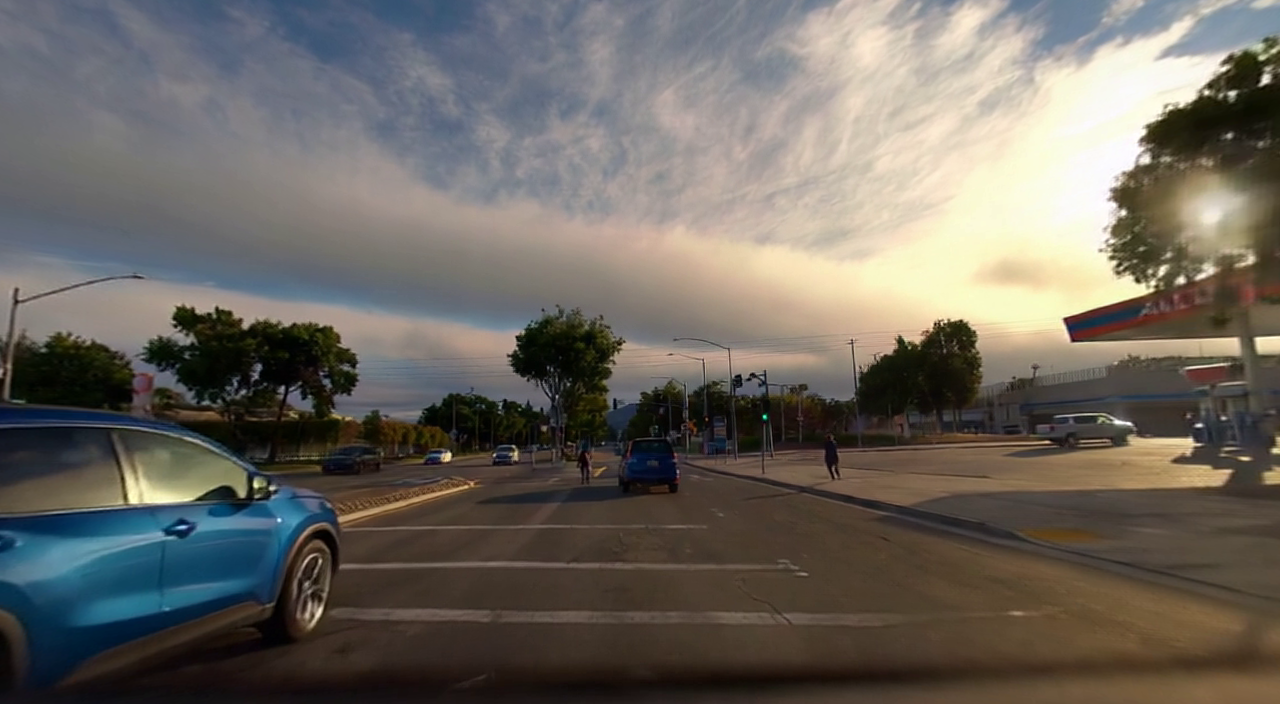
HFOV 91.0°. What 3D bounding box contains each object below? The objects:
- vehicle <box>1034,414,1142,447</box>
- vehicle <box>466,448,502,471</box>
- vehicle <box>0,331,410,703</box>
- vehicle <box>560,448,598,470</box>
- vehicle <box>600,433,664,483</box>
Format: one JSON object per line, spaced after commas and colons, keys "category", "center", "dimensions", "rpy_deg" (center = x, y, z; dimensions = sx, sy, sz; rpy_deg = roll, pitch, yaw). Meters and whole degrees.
{"category": "vehicle", "center": [27.738, 4.894, 39.093], "dimensions": [5.102, 1.893, 2.120], "rpy_deg": [0, -9, -2]}
{"category": "vehicle", "center": [-12.182, 8.439, 49.405], "dimensions": [1.943, 1.643, 4.167], "rpy_deg": [-1, -8, -3]}
{"category": "vehicle", "center": [-3.295, 1.032, 3.568], "dimensions": [2.247, 1.734, 4.919], "rpy_deg": [0, -9, -2]}
{"category": "vehicle", "center": [-4.185, 7.424, 43.963], "dimensions": [2.192, 1.458, 4.594], "rpy_deg": [0, -9, 0]}
{"category": "vehicle", "center": [-0.389, 4.667, 28.039], "dimensions": [2.552, 1.999, 5.498], "rpy_deg": [0, -9, -2]}
